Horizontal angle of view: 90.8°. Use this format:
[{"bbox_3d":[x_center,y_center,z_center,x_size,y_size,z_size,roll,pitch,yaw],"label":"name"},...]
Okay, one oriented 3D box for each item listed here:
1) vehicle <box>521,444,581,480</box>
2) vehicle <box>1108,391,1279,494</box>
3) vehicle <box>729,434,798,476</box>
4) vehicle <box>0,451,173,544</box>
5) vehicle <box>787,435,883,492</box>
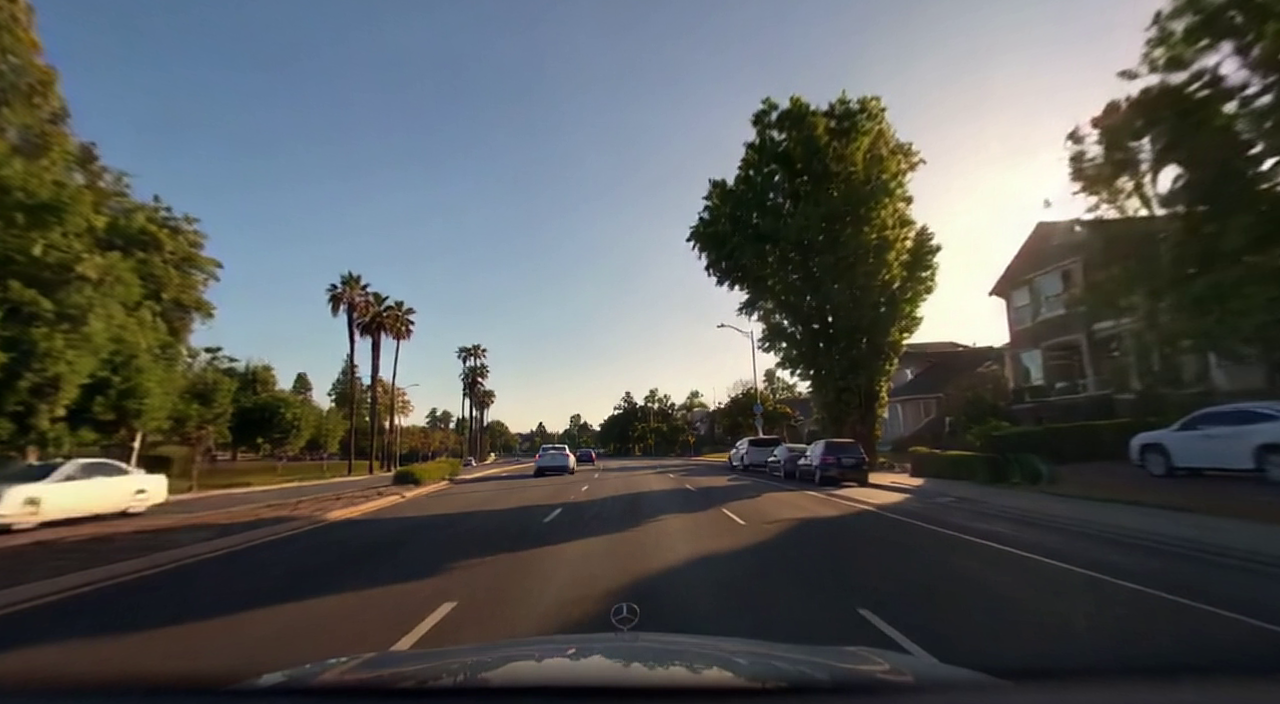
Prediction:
[{"bbox_3d":[-3.883,4.896,28.499,2.108,1.475,4.555,1,-9,-1],"label":"vehicle"},{"bbox_3d":[13.208,1.839,13.222,2.370,1.936,5.507,-3,-8,-2],"label":"vehicle"},{"bbox_3d":[6.459,5.484,33.977,2.418,2.004,6.128,1,-9,-1],"label":"vehicle"},{"bbox_3d":[-11.846,2.808,12.581,2.152,1.509,3.954,-3,-8,-2],"label":"vehicle"},{"bbox_3d":[6.568,3.802,21.869,1.962,1.725,4.257,0,-9,0],"label":"vehicle"}]
